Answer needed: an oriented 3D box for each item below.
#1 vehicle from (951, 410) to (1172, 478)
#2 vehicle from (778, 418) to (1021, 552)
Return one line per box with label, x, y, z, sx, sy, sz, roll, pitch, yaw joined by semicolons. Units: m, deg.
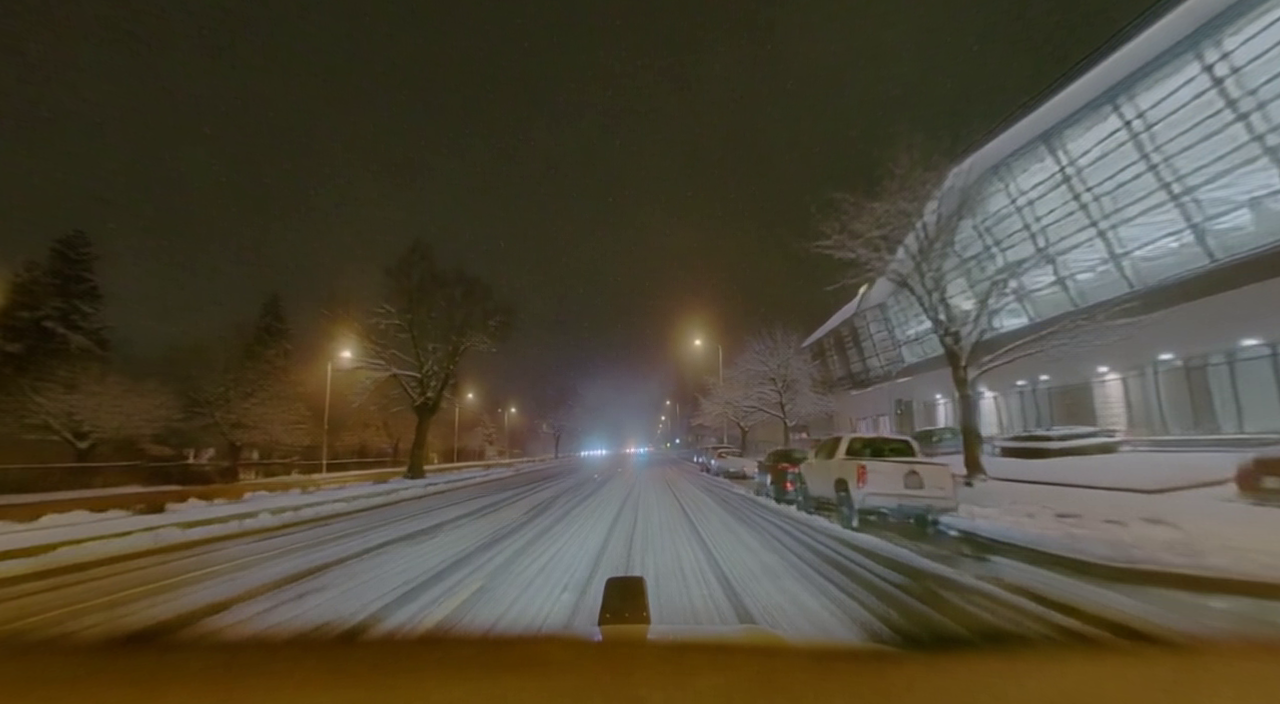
vehicle;12.055;2.692;18.373;4.778;1.520;2.020;-5;-9;7
vehicle;4.048;2.170;11.102;2.078;1.771;5.174;0;-8;0
